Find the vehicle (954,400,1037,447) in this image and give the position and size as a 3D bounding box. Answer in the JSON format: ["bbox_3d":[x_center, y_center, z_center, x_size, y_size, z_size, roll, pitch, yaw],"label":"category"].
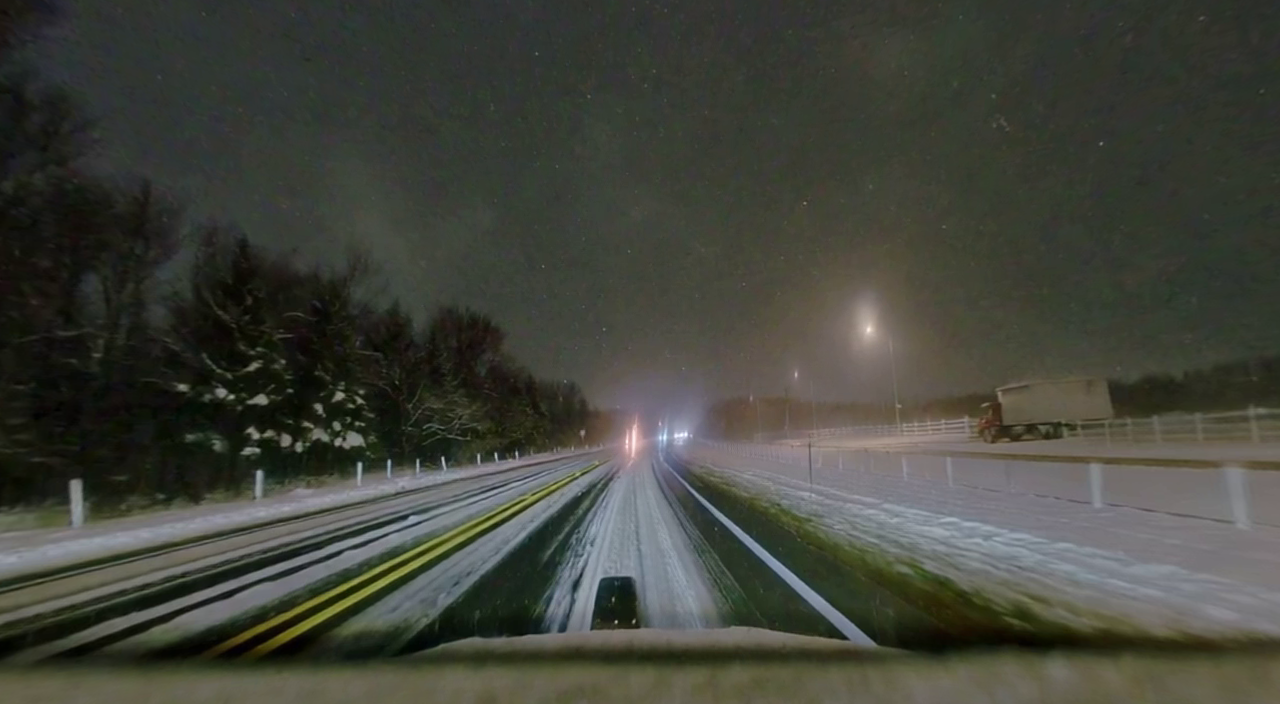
[{"bbox_3d":[24.979,5.095,44.275,4.691,3.097,3.036,-5,-9,31],"label":"vehicle"}]
